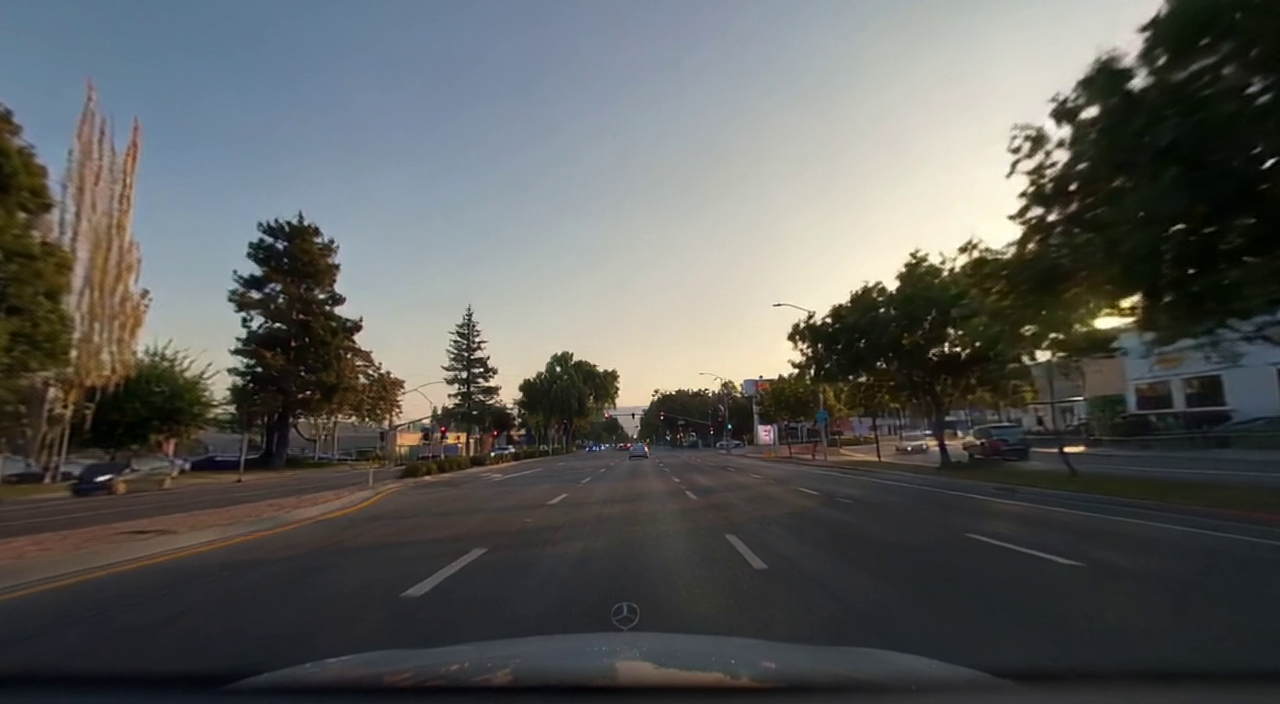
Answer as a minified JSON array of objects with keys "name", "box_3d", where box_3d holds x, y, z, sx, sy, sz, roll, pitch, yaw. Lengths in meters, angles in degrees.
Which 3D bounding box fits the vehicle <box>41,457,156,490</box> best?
[{"name":"vehicle","box_3d":[-26.882,6.016,31.583,1.865,1.453,4.391,0,-8,0]}]

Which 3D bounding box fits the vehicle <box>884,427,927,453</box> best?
[{"name":"vehicle","box_3d":[17.793,5.932,42.505,1.944,1.646,4.594,-3,-9,14]}]

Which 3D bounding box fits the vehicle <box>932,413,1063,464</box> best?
[{"name":"vehicle","box_3d":[14.038,3.493,25.386,2.249,1.793,5.763,-1,-8,4]}]
